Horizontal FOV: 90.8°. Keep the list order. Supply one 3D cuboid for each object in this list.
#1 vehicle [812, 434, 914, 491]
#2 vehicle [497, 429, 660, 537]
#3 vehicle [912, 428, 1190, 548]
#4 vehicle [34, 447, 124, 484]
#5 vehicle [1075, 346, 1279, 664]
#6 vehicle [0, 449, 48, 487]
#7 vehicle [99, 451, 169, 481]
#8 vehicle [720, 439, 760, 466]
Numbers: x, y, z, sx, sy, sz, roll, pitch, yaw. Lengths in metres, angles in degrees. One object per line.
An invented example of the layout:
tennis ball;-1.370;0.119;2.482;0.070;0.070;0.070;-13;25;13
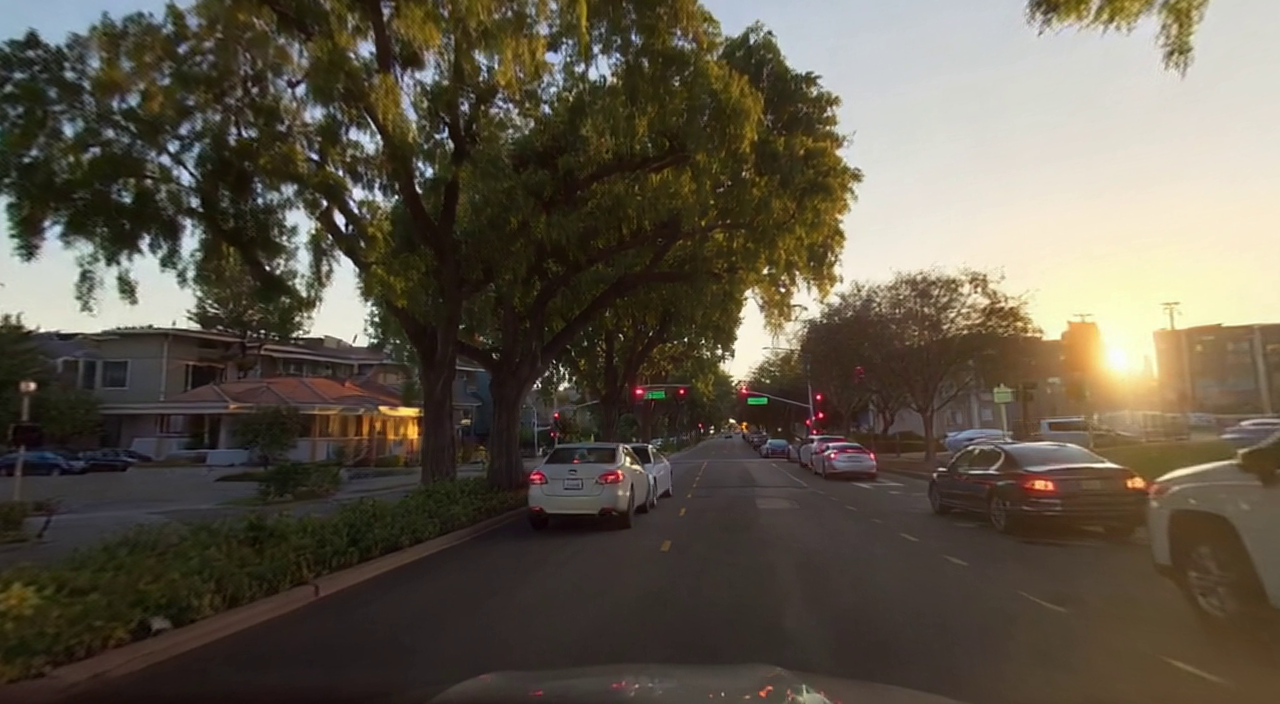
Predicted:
vehicle;6.605;3.302;19.235;1.910;1.493;4.490;-1;-8;6
vehicle;-0.817;2.169;11.139;1.968;1.497;4.286;-1;-8;7
vehicle;6.124;2.033;10.215;1.857;1.483;4.430;-1;-8;6
vehicle;-26.535;5.299;29.877;4.127;1.583;1.978;-5;-10;32
vehicle;4.946;0.789;2.881;2.324;1.907;5.634;-1;-8;6
vehicle;-27.081;4.925;27.027;3.865;1.499;1.804;-7;-11;38
vehicle;-25.956;5.794;32.374;3.527;1.390;1.681;-5;-10;33
vehicle;5.809;5.906;37.313;2.095;1.473;4.301;-1;-8;6
